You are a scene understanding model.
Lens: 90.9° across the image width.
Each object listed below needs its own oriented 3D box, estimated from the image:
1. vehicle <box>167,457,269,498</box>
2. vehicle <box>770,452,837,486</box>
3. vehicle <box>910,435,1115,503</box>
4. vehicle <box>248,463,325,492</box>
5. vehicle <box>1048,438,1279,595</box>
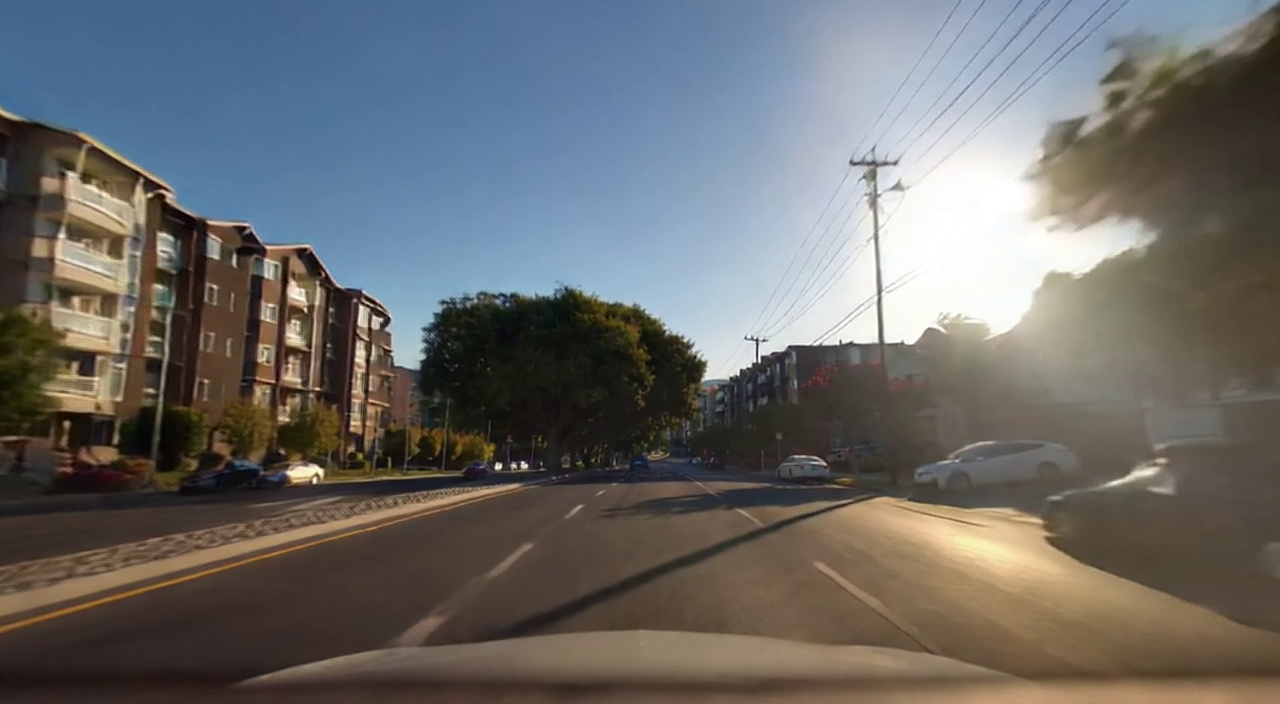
[{"bbox_3d":[-21.686,6.438,32.688,1.895,1.798,4.703,-1,-8,2],"label":"vehicle"},{"bbox_3d":[7.805,5.595,30.489,1.986,1.467,4.412,0,-8,-1],"label":"vehicle"},{"bbox_3d":[9.922,3.145,17.123,4.194,1.682,2.061,-1,-8,2],"label":"vehicle"},{"bbox_3d":[-21.606,7.657,38.800,1.906,1.487,4.773,-1,-8,1],"label":"vehicle"},{"bbox_3d":[7.143,1.760,7.324,1.927,1.494,4.362,0,-8,1],"label":"vehicle"}]
